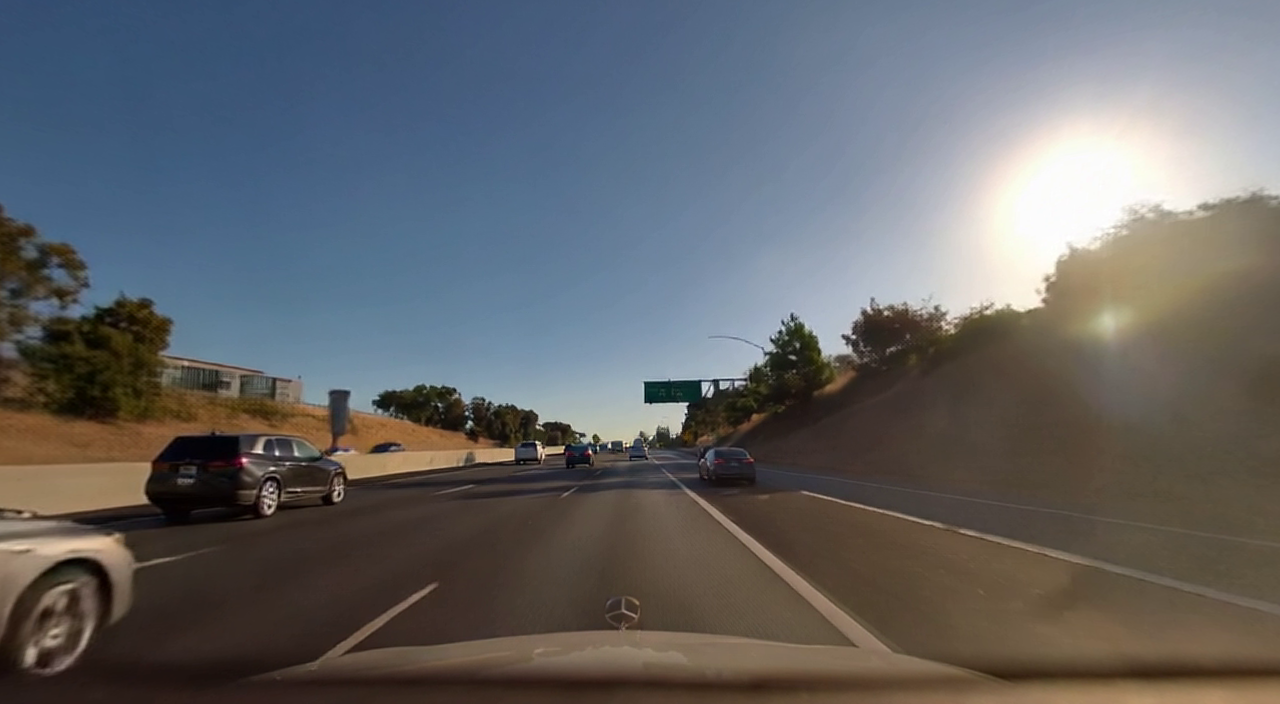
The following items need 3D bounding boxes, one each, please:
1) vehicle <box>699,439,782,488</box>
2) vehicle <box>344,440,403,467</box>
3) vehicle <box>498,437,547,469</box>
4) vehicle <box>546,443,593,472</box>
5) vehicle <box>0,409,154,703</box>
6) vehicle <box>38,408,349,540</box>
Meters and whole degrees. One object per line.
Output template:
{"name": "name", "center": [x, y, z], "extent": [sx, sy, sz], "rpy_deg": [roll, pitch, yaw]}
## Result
{"name": "vehicle", "center": [3.393, 3.882, 22.228], "extent": [2.141, 1.507, 4.510], "rpy_deg": [0, -9, -1]}
{"name": "vehicle", "center": [-16.674, 6.375, 39.597], "extent": [1.832, 1.564, 4.002], "rpy_deg": [0, -9, 2]}
{"name": "vehicle", "center": [-7.092, 6.152, 38.458], "extent": [2.111, 1.811, 4.391], "rpy_deg": [0, -9, 0]}
{"name": "vehicle", "center": [-3.796, 5.770, 34.479], "extent": [2.071, 1.478, 4.130], "rpy_deg": [0, -9, 0]}
{"name": "vehicle", "center": [-4.052, 0.828, 1.666], "extent": [1.988, 1.506, 4.416], "rpy_deg": [0, -9, 0]}
{"name": "vehicle", "center": [-7.356, 2.071, 11.205], "extent": [2.142, 1.849, 4.566], "rpy_deg": [0, -9, 0]}
